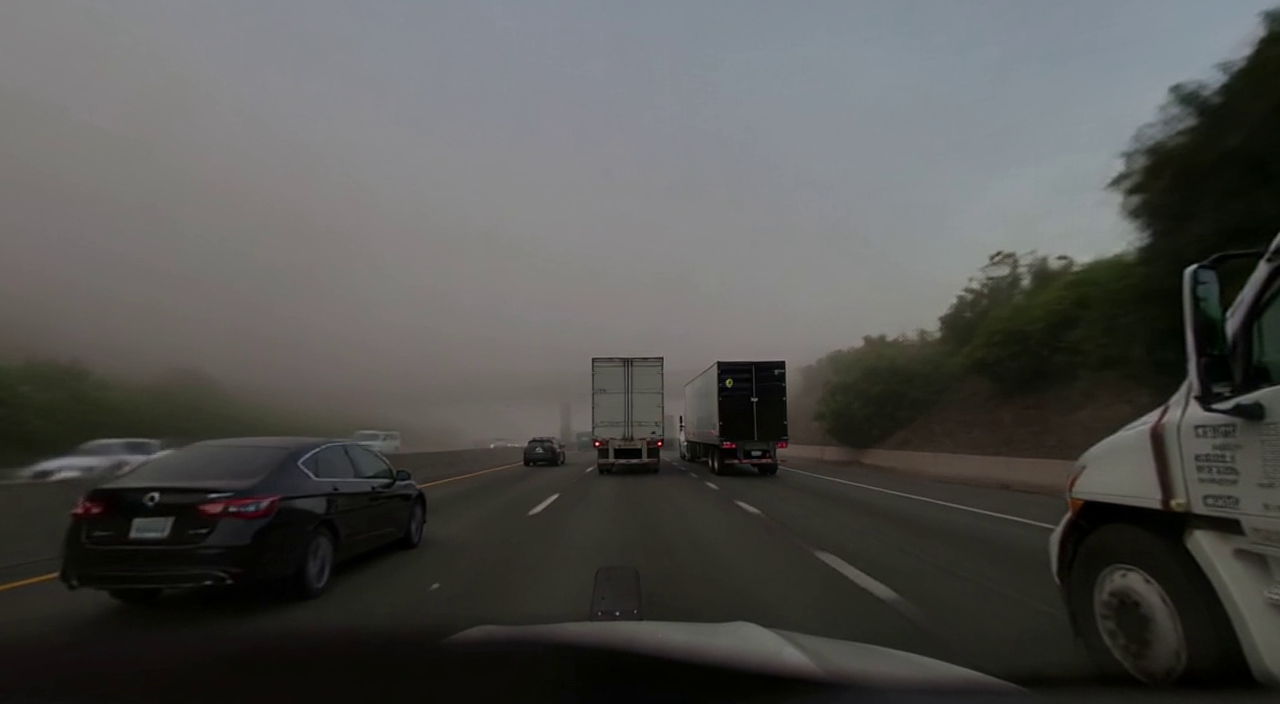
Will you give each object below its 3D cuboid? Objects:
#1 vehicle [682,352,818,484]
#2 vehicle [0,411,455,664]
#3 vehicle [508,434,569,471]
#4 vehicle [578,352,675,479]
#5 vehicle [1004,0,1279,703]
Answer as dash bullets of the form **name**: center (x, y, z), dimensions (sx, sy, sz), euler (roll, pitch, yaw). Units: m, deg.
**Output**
- **vehicle**: center (3.621, 2.710, 24.366), dimensions (2.817, 3.886, 11.491), euler (0, -8, -2)
- **vehicle**: center (-3.446, 1.399, 6.057), dimensions (1.894, 1.460, 4.662), euler (0, -8, 0)
- **vehicle**: center (-4.325, 4.326, 27.520), dimensions (2.049, 1.483, 3.786), euler (0, -8, 0)
- **vehicle**: center (-0.519, 2.728, 25.536), dimensions (3.090, 4.065, 10.702), euler (0, -8, -1)
- **vehicle**: center (3.934, -0.492, 0.899), dimensions (3.074, 3.896, 5.910), euler (0, -8, -1)
